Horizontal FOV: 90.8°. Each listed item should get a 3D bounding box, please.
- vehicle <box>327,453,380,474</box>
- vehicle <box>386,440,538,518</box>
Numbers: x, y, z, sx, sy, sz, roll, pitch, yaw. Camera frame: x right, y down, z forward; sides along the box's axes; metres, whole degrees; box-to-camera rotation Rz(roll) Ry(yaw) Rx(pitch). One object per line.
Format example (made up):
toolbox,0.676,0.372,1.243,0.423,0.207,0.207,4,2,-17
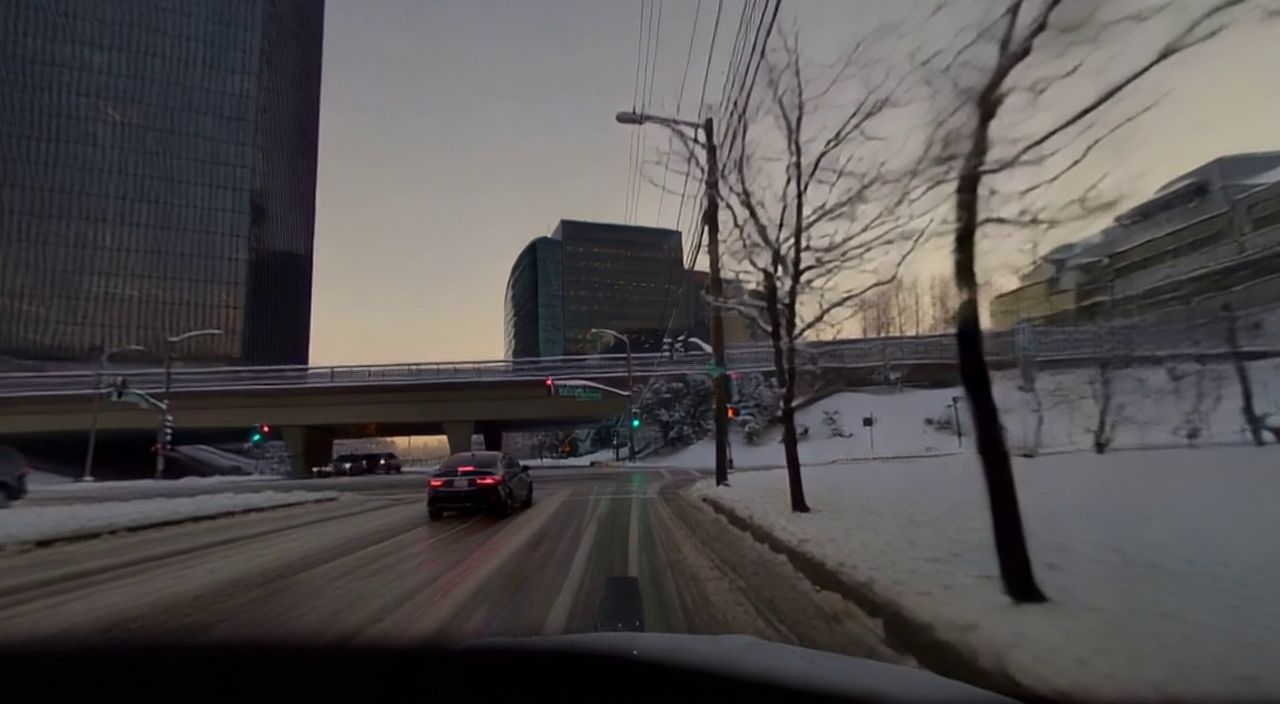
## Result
vehicle,-21.997,8.587,48.725,2.051,1.498,4.337,0,-9,-1
vehicle,-3.774,2.798,14.402,2.154,1.465,4.532,0,-9,0
